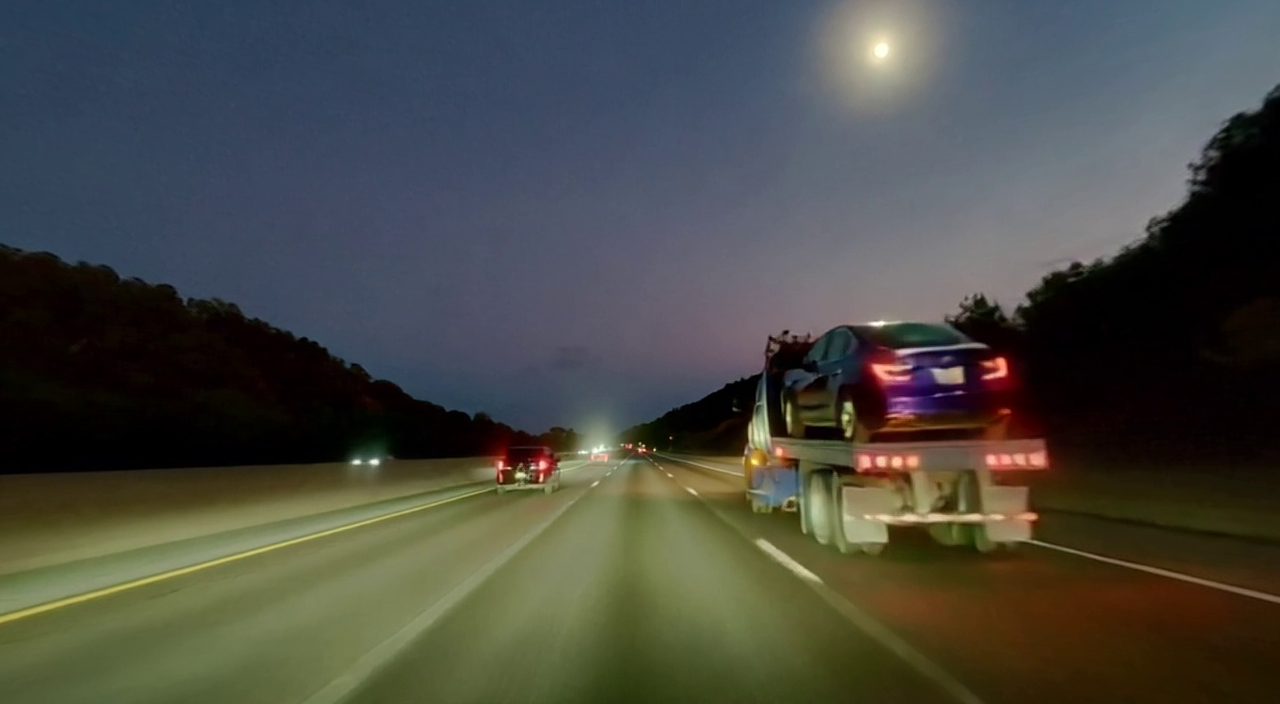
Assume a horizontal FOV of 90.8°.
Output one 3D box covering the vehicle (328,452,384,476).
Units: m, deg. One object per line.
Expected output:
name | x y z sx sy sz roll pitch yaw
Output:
vehicle | -19.165 7.532 42.774 1.802 1.487 4.304 0 -9 0

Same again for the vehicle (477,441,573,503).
vehicle | -3.137 3.372 18.050 1.944 1.548 4.051 0 -9 0

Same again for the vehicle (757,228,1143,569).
vehicle | 3.983 0.892 10.049 3.016 3.891 5.767 0 -9 0
